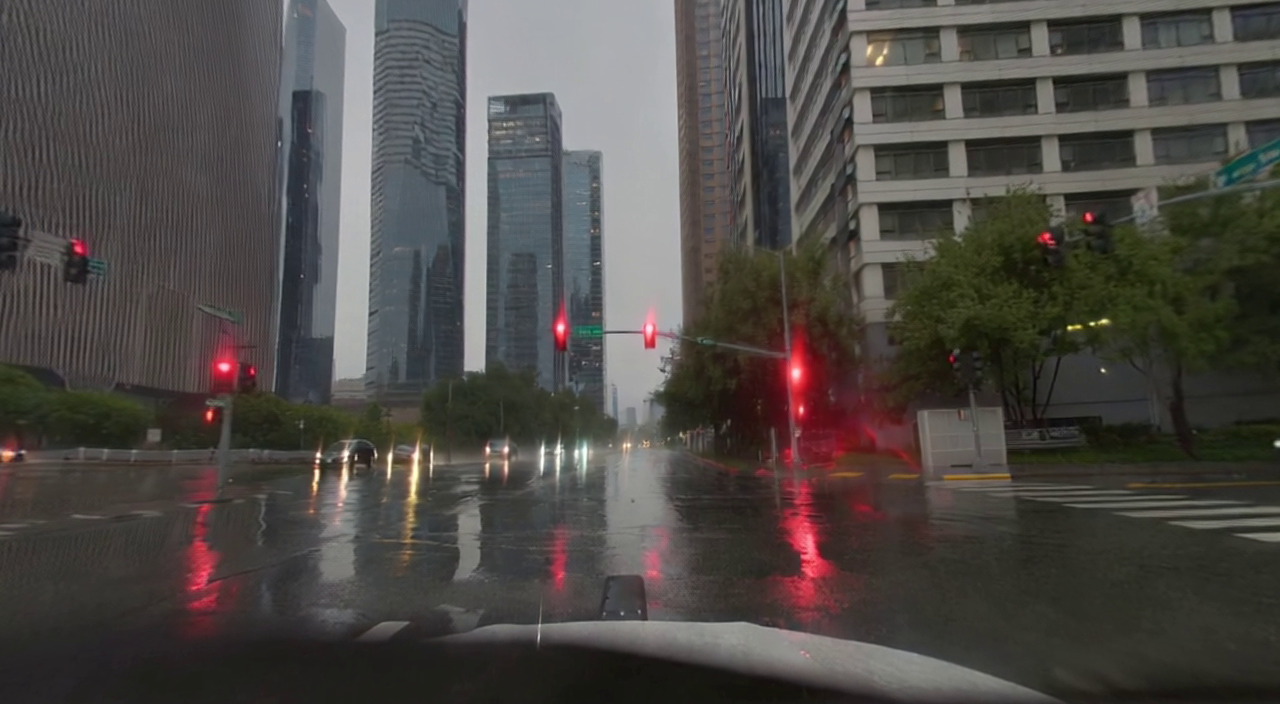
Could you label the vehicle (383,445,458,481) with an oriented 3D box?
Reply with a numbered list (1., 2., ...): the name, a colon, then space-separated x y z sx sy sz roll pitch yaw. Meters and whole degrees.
1. vehicle: -11.672 5.933 33.939 2.069 1.771 4.947 0 -9 3
